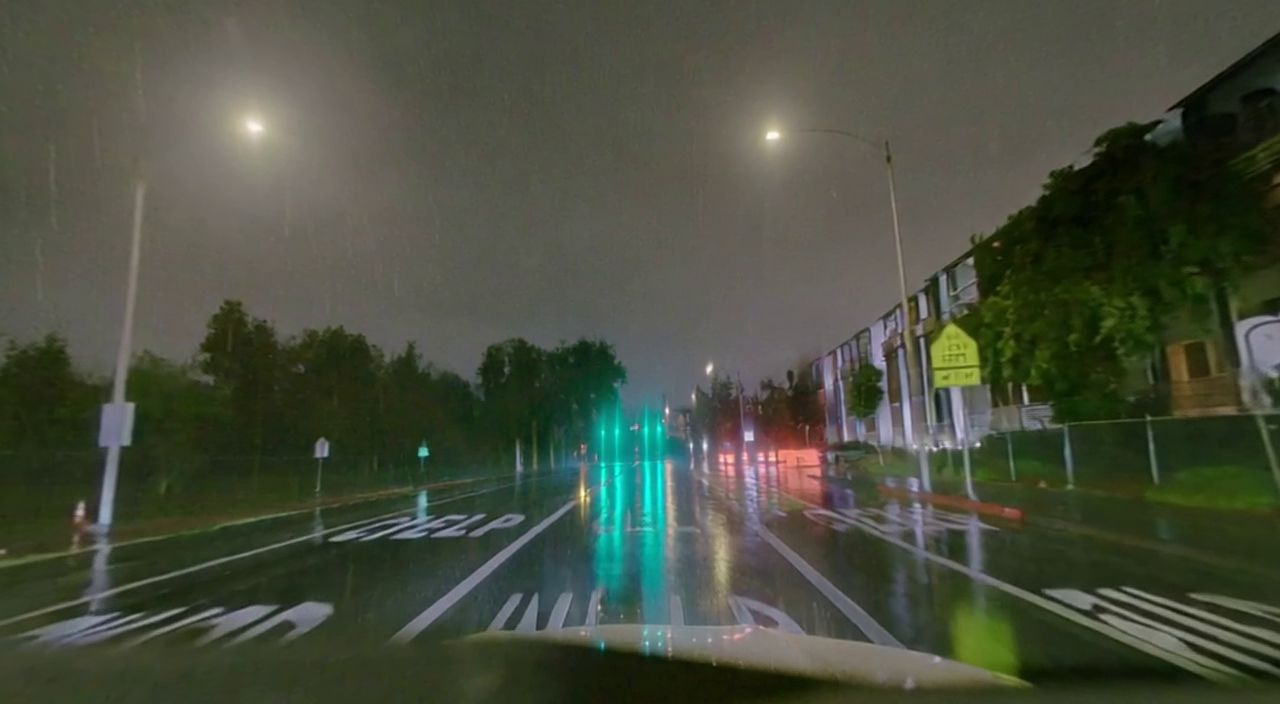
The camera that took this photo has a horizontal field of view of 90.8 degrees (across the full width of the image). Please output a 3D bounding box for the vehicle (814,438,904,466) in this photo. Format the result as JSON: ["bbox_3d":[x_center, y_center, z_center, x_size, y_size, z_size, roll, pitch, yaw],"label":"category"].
[{"bbox_3d":[11.909,5.481,34.637,4.251,1.418,1.896,-1,-9,3],"label":"vehicle"}]
